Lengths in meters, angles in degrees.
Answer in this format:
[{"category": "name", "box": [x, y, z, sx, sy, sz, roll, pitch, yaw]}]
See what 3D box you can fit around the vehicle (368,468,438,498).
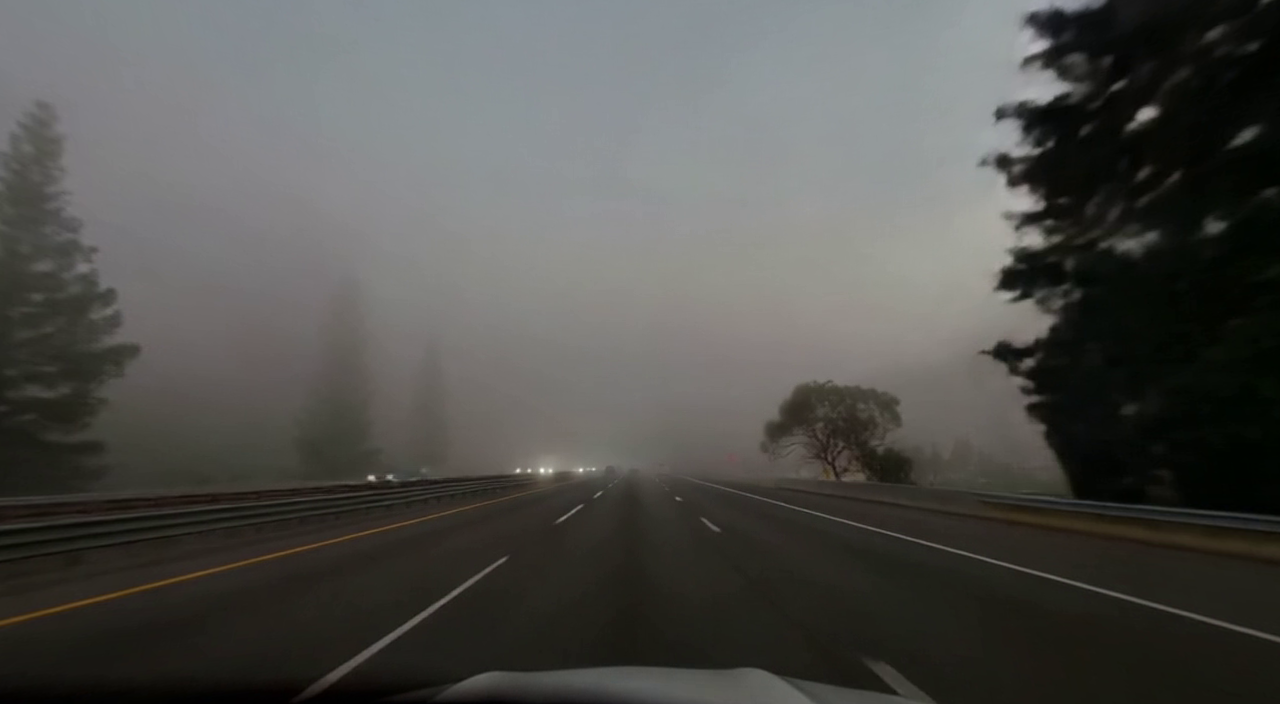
[{"category": "vehicle", "box": [-11.866, 6.596, 31.901, 1.883, 1.389, 4.129, 1, -10, 1]}]
